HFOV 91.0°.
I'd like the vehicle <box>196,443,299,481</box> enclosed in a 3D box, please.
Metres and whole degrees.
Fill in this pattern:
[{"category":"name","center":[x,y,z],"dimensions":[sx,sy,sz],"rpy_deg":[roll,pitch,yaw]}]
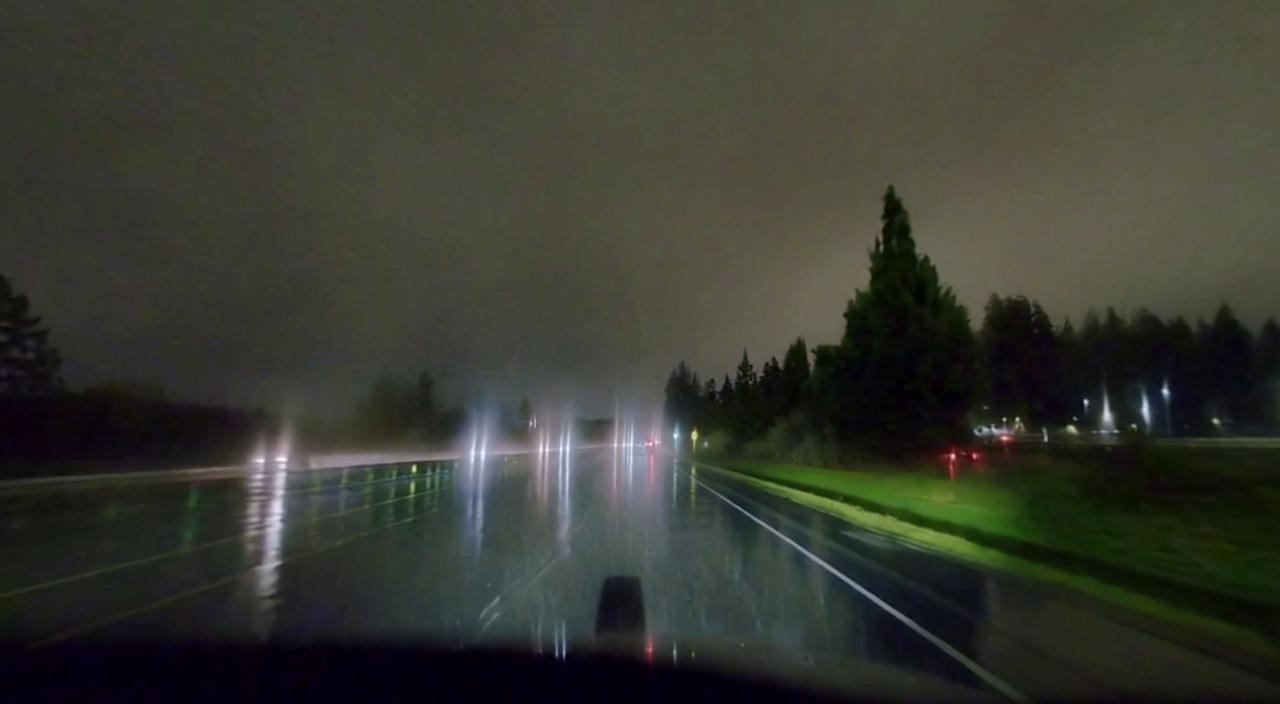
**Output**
[{"category":"vehicle","center":[-19.241,5.406,31.185],"dimensions":[1.988,1.732,4.634],"rpy_deg":[0,-9,2]}]
